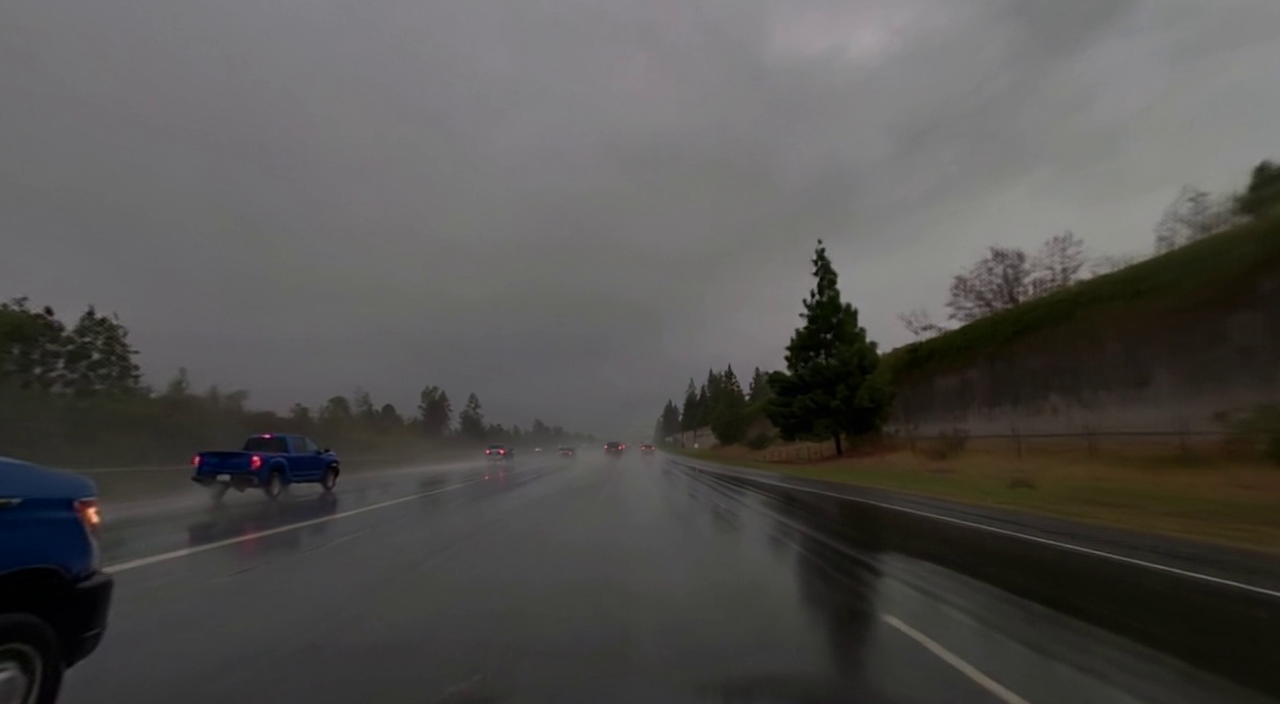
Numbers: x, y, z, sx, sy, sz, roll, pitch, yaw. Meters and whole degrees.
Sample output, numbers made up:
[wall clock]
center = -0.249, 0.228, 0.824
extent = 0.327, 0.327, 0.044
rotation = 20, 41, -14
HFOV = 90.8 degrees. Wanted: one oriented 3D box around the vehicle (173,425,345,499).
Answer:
[vehicle]
center = -10.864, 3.183, 18.593
extent = 2.012, 1.875, 4.895
rotation = 0, -9, 0
